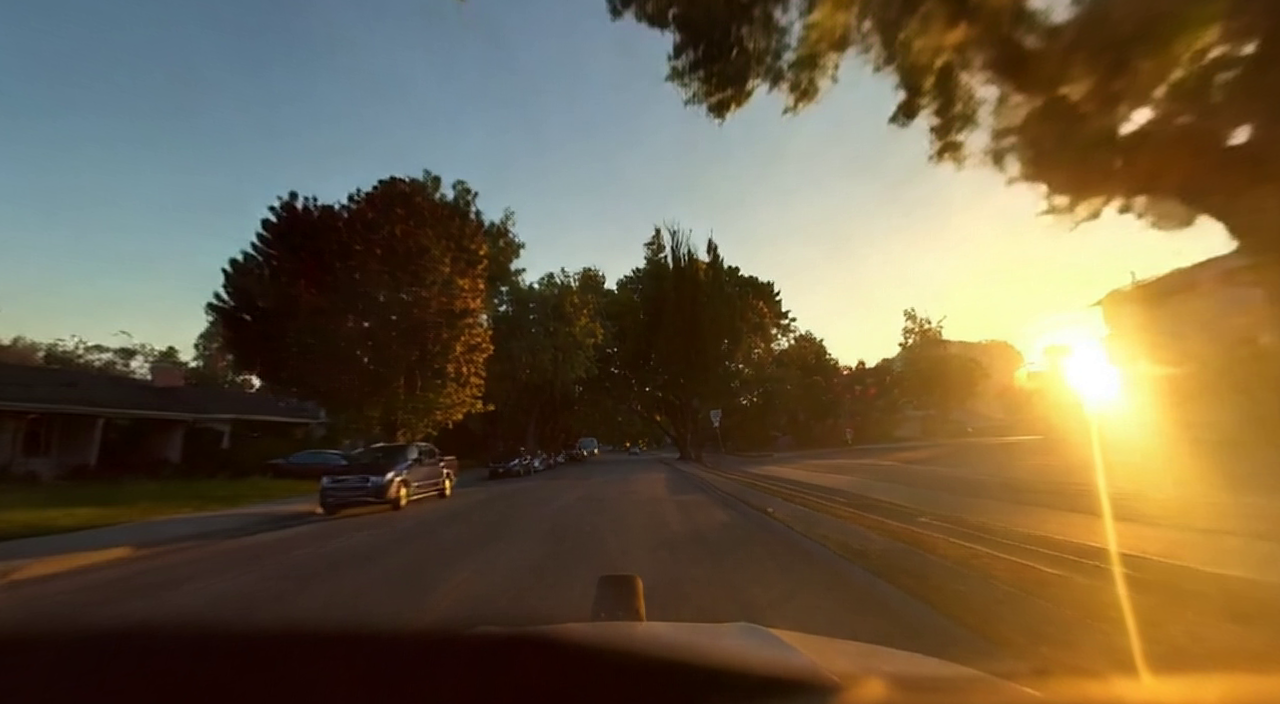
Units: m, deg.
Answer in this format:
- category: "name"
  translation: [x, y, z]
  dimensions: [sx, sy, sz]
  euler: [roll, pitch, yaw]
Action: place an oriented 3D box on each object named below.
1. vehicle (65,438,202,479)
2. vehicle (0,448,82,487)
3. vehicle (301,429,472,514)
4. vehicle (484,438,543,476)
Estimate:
- category: "vehicle"
  translation: [-25.614, 5.368, 31.959]
  dimensions: [5.012, 1.968, 2.206]
  euler: [0, -8, 0]
- category: "vehicle"
  translation: [-26.679, 4.872, 26.645]
  dimensions: [4.108, 1.524, 1.975]
  euler: [0, -8, -1]
- category: "vehicle"
  translation: [-6.534, 3.098, 17.161]
  dimensions: [2.350, 1.892, 5.542]
  euler: [0, -8, 0]
- category: "vehicle"
  translation: [-6.604, 5.524, 33.525]
  dimensions: [2.020, 1.842, 5.116]
  euler: [1, -8, 1]
